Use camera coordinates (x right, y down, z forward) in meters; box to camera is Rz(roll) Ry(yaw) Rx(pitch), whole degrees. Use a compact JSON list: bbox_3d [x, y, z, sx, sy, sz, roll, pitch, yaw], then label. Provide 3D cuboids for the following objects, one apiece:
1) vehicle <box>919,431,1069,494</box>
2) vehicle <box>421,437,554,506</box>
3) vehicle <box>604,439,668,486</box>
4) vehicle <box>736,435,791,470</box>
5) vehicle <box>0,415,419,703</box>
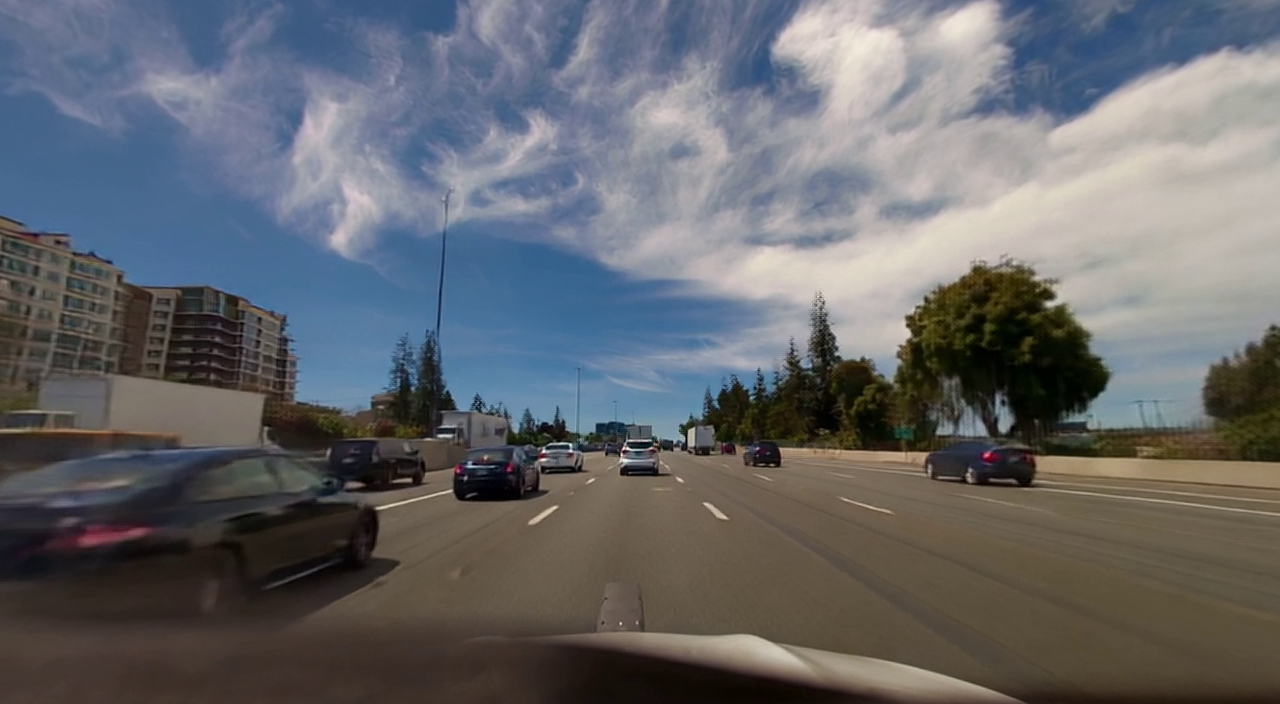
[{"bbox_3d":[10.231,3.232,18.623,2.066,1.629,3.945,0,-9,-1],"label":"vehicle"},{"bbox_3d":[-3.589,2.926,15.820,2.098,1.463,4.578,0,-9,1],"label":"vehicle"},{"bbox_3d":[-0.140,3.814,21.998,2.053,1.461,3.941,0,-9,0],"label":"vehicle"},{"bbox_3d":[6.482,5.341,33.560,1.992,1.745,4.329,0,-9,-1],"label":"vehicle"},{"bbox_3d":[-3.591,1.357,5.122,2.025,1.449,4.190,0,-9,0],"label":"vehicle"}]
